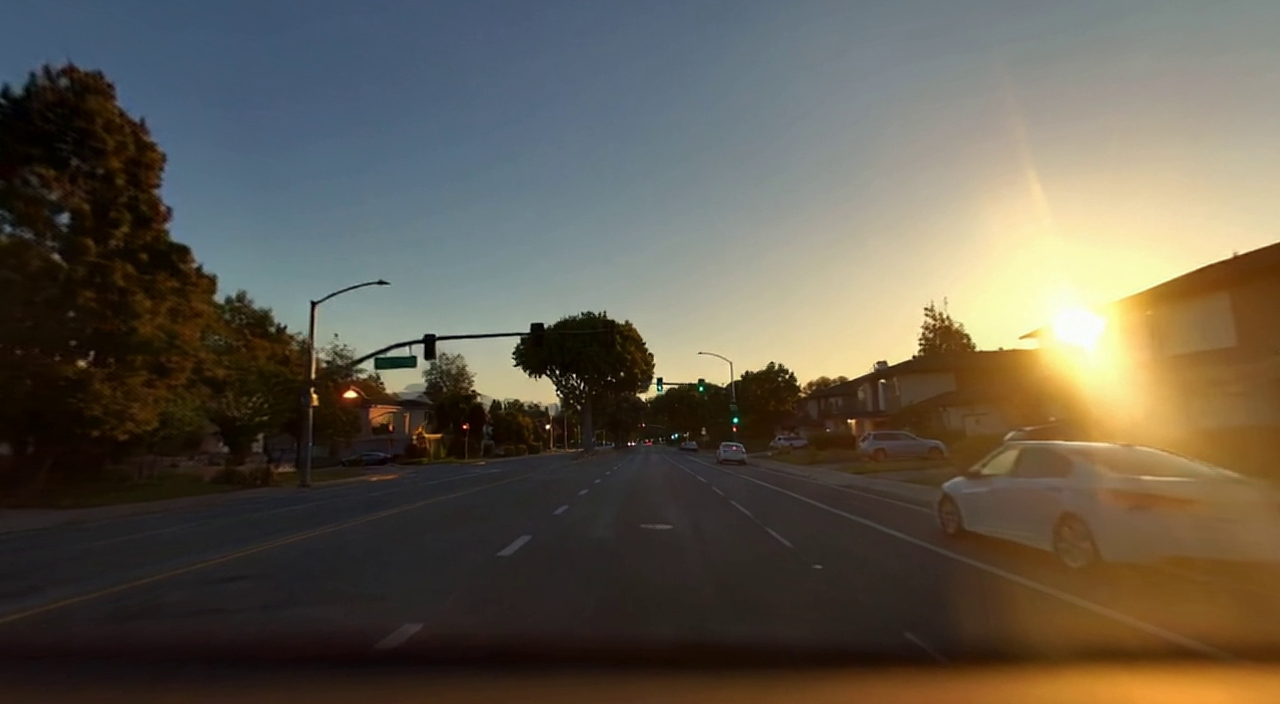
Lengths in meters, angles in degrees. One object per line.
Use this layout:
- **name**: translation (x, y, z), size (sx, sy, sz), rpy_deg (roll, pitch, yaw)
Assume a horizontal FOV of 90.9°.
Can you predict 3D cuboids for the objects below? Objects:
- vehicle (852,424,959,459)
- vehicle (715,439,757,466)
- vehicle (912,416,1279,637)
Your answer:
- **vehicle**: translation (13.462, 4.579, 32.185), size (4.474, 1.710, 2.148), rpy_deg (0, -8, 1)
- **vehicle**: translation (5.825, 6.135, 38.727), size (1.950, 1.567, 4.083), rpy_deg (0, -8, 1)
- **vehicle**: translation (5.103, 1.565, 6.857), size (1.997, 1.521, 4.747), rpy_deg (0, -8, -2)
